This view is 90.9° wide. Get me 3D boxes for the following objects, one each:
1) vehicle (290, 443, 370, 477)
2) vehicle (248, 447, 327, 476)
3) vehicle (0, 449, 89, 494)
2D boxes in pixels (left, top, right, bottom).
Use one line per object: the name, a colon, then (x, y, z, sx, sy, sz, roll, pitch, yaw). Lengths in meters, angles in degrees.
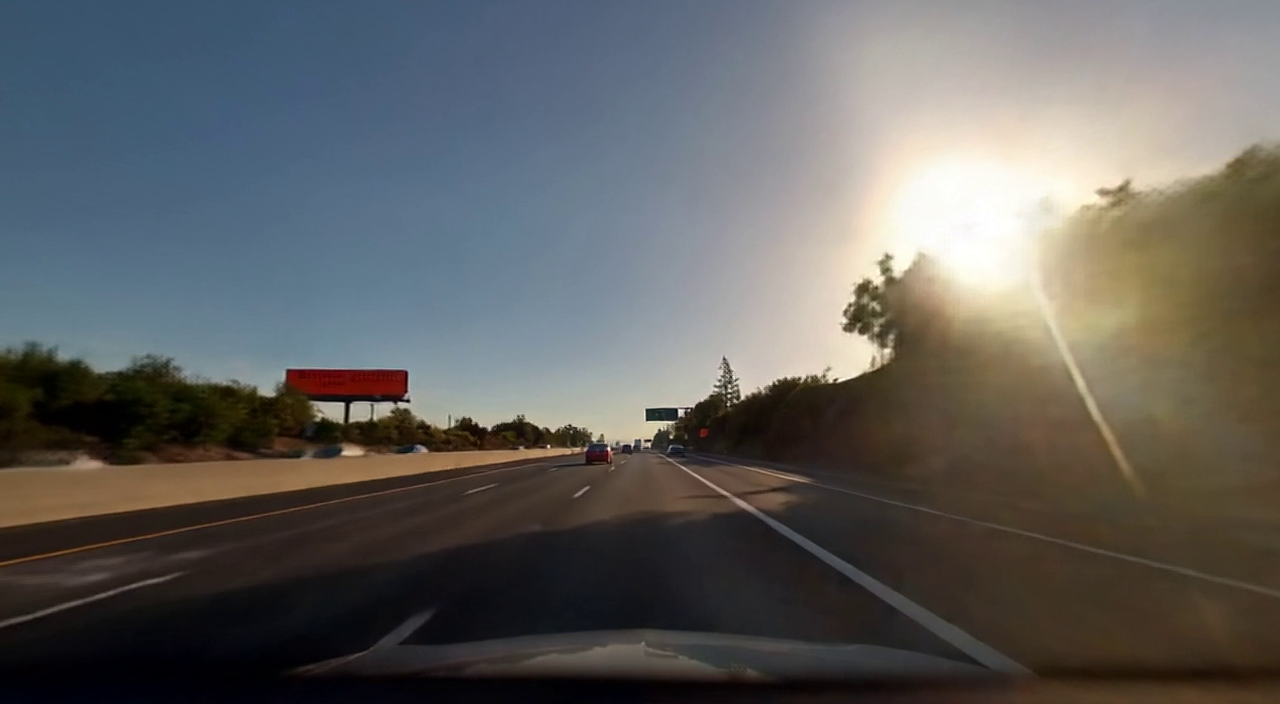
vehicle: (-16.134, 5.614, 33.106, 1.957, 1.667, 4.360, 0, -8, 1)
vehicle: (-20.161, 6.242, 36.279, 1.909, 1.494, 4.424, 0, -8, 1)
vehicle: (-24.096, 4.556, 24.172, 1.940, 1.580, 4.371, 0, -8, 0)
